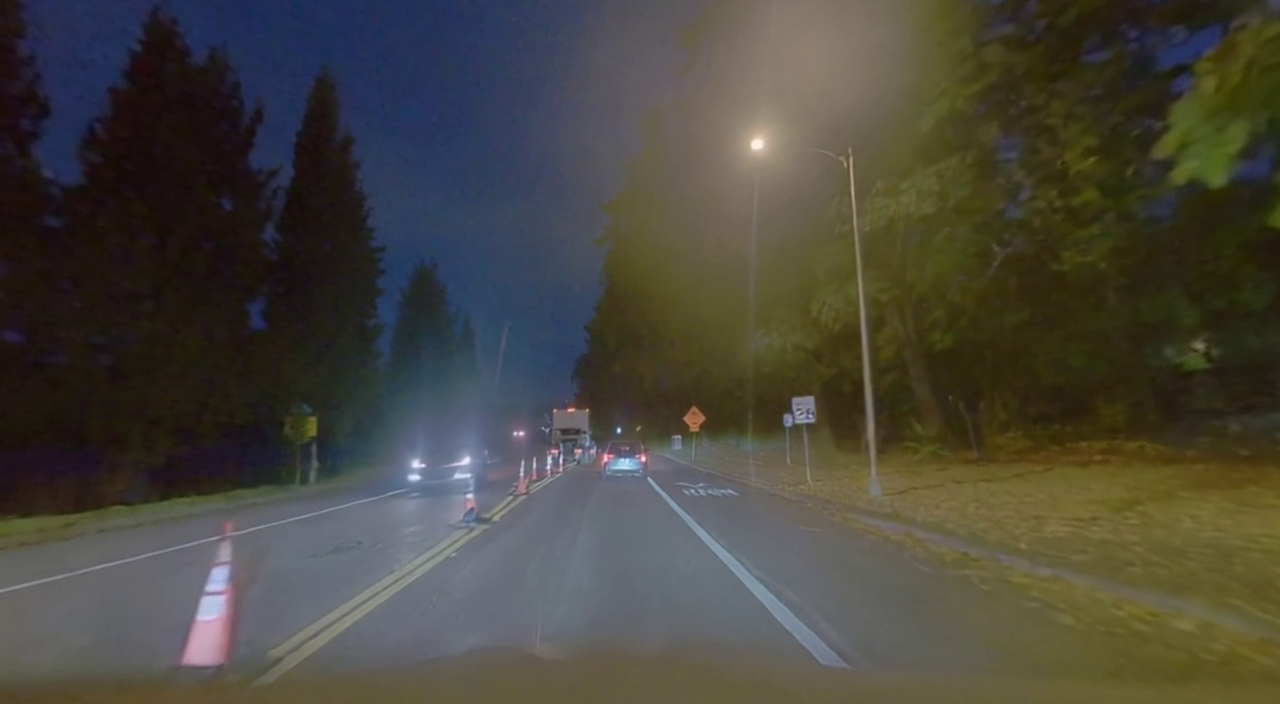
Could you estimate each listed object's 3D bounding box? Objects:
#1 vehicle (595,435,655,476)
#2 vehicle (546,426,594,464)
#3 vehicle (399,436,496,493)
[{"bbox_3d":[-0.609,4.085,25.219,2.186,1.463,4.356,0,-8,-2],"label":"vehicle"},{"bbox_3d":[-4.219,5.615,38.171,2.671,2.053,6.074,1,-8,-6],"label":"vehicle"},{"bbox_3d":[-5.623,3.307,19.026,2.019,1.492,4.091,1,-8,-6],"label":"vehicle"}]
